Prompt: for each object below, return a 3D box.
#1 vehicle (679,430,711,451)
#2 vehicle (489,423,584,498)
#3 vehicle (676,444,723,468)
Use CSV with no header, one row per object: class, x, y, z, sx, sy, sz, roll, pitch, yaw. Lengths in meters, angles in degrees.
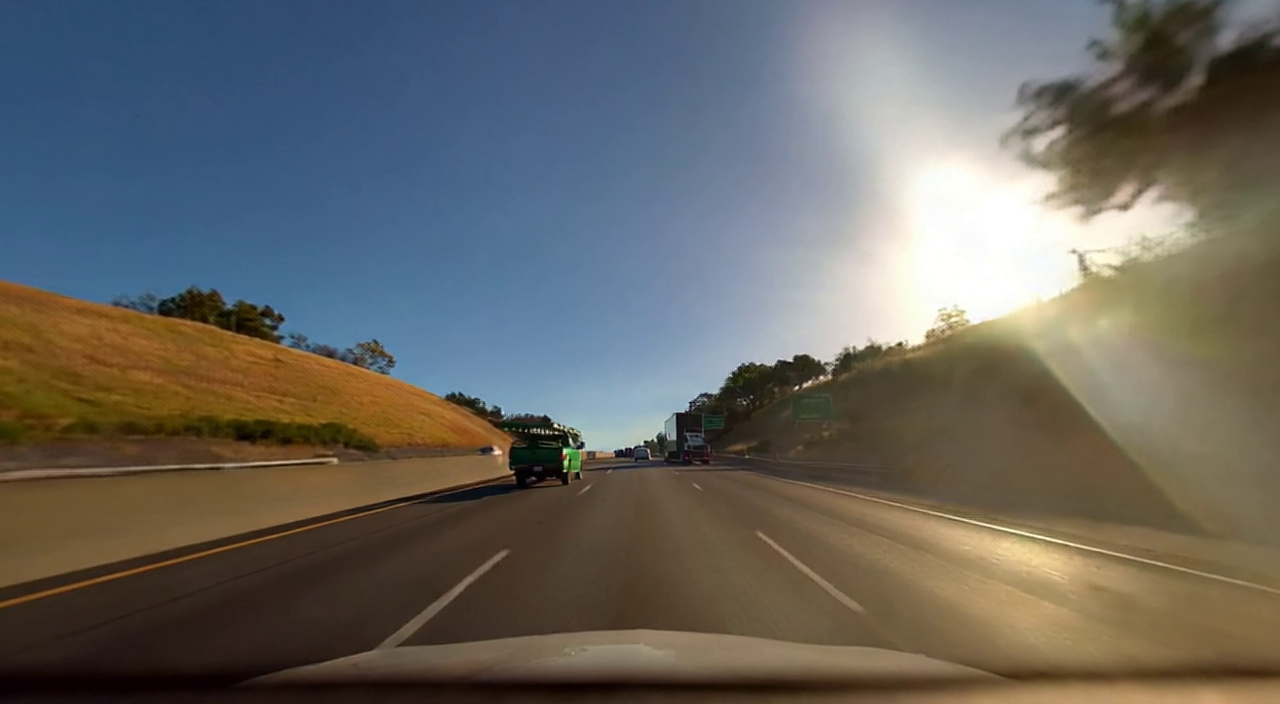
vehicle,4.143,6.809,48.393,1.968,1.547,4.215,0,-9,-2
vehicle,-3.052,3.338,19.698,2.142,2.044,4.446,0,-9,1
vehicle,4.277,7.730,47.095,2.654,1.574,9.537,-1,-9,1
